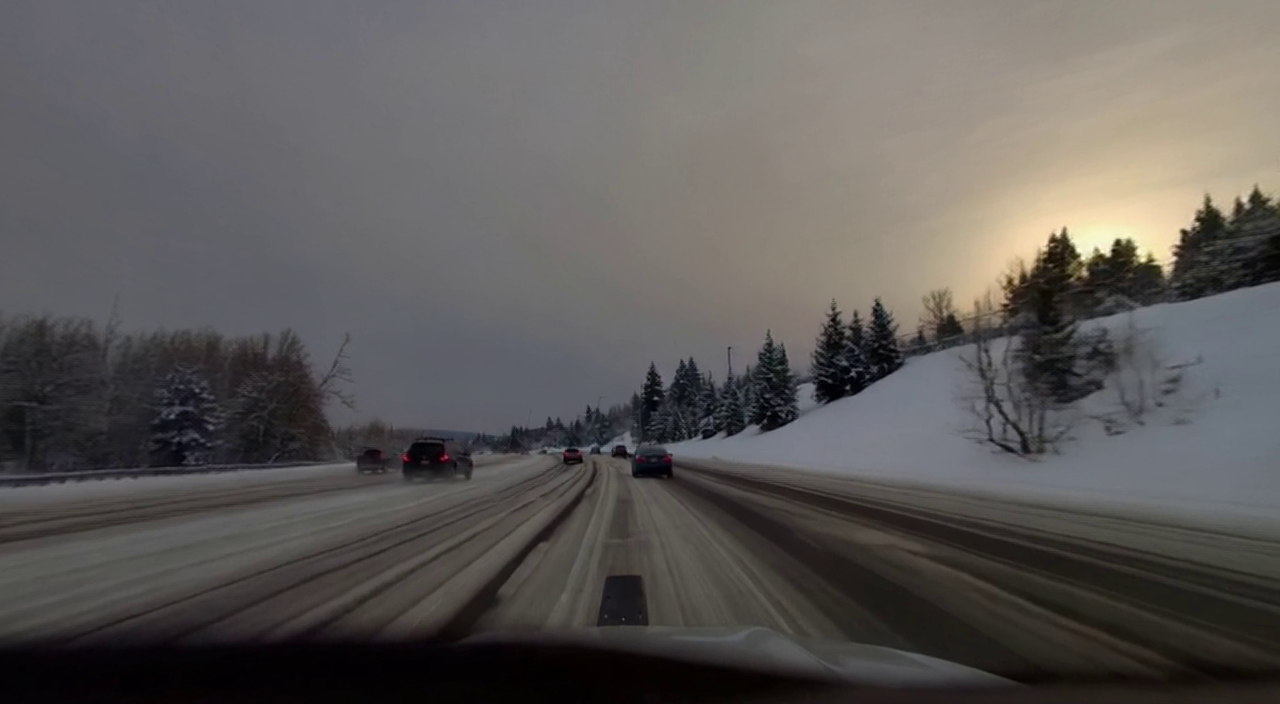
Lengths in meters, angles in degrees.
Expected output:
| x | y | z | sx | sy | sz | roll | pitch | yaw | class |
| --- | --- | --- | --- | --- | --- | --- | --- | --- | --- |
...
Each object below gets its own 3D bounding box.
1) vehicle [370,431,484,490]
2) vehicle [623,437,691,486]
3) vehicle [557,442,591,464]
| x | y | z | sx | sy | sz | roll | pitch | yaw | class |
| --- | --- | --- | --- | --- | --- | --- | --- | --- | --- |
| -6.857 | 3.565 | 20.971 | 2.221 | 1.693 | 4.631 | 0 | -9 | -1 | vehicle |
| 0.457 | 3.634 | 21.153 | 2.051 | 1.444 | 3.927 | 0 | -9 | -1 | vehicle |
| -4.741 | 7.357 | 46.085 | 2.246 | 1.519 | 4.980 | 0 | -9 | -3 | vehicle |
